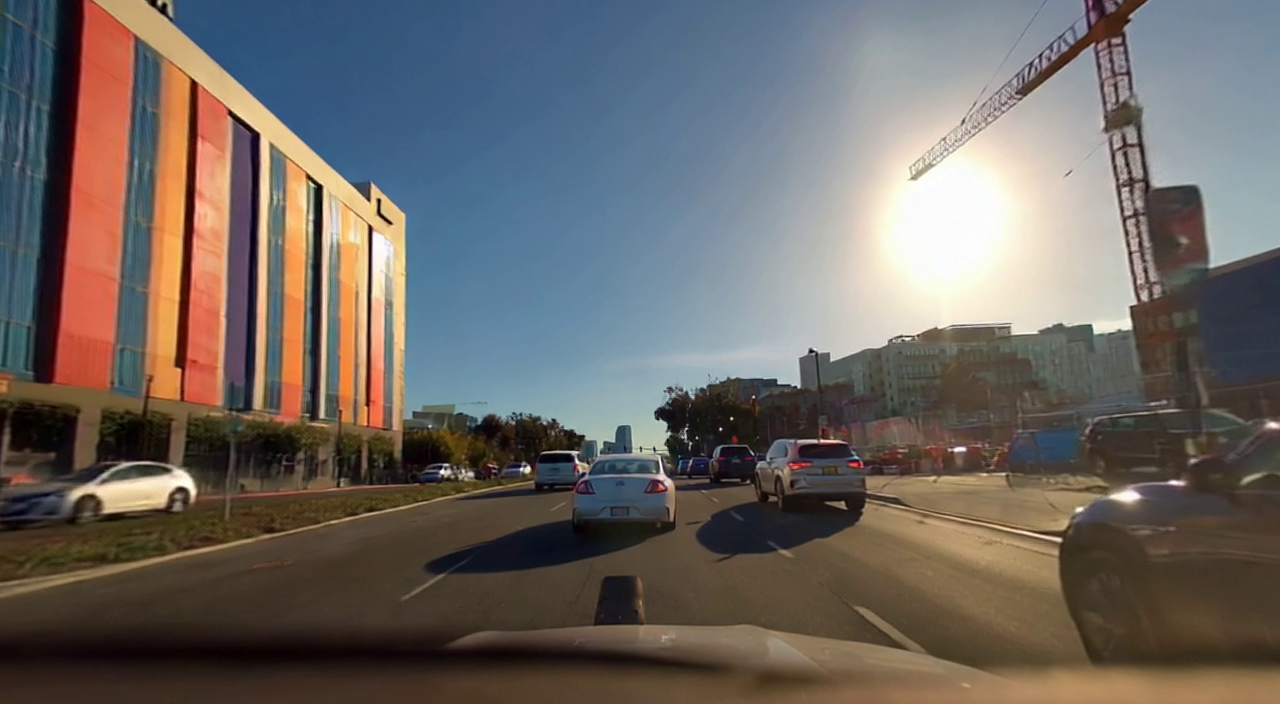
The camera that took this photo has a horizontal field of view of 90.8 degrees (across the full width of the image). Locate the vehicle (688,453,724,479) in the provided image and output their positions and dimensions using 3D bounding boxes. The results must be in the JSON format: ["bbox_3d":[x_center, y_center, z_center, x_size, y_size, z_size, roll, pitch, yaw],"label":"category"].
[{"bbox_3d":[4.442,7.744,43.052,2.115,1.636,4.104,0,-8,2],"label":"vehicle"}]

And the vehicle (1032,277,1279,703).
[{"bbox_3d":[3.561,0.517,1.251,2.182,1.954,5.341,0,-8,1],"label":"vehicle"}]

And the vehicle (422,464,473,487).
[{"bbox_3d":[-14.572,9.330,48.058,2.078,1.496,4.769,-1,-8,4],"label":"vehicle"}]

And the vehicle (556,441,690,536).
[{"bbox_3d":[-0.203,2.491,12.231,2.131,1.496,4.193,0,-8,2],"label":"vehicle"}]

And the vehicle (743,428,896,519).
[{"bbox_3d":[4.007,2.807,15.167,2.185,1.797,4.934,0,-8,0],"label":"vehicle"}]

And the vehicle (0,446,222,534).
[{"bbox_3d":[-13.120,3.230,15.558,2.136,1.764,4.855,-1,-8,3],"label":"vehicle"}]
